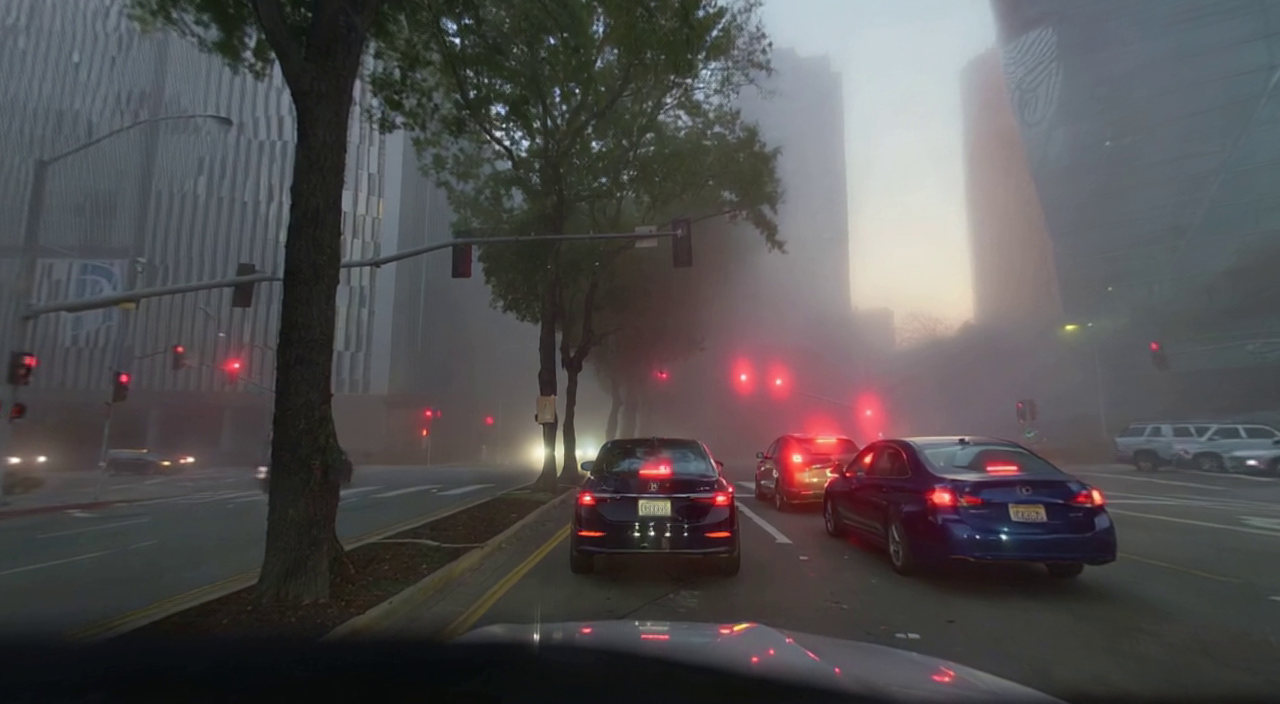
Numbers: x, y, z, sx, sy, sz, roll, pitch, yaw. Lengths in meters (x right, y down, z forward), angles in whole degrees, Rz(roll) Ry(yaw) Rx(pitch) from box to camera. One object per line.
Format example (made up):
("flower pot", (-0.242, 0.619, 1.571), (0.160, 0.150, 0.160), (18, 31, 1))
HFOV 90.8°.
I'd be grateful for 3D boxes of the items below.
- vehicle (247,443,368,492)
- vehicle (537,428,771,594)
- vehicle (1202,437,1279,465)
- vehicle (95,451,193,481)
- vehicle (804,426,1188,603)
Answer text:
("vehicle", (-12.196, 4.232, 23.576), (2.009, 1.642, 4.482), (0, -9, 0))
("vehicle", (0.091, 1.732, 7.733), (2.087, 1.468, 4.014), (0, -9, -1))
("vehicle", (35.206, 5.638, 36.127), (4.190, 1.535, 1.998), (0, -9, -1))
("vehicle", (-26.657, 6.123, 34.040), (3.657, 1.528, 1.783), (1, -9, -3))
("vehicle", (3.648, 1.738, 7.737), (2.018, 1.491, 4.544), (0, -9, -1))
